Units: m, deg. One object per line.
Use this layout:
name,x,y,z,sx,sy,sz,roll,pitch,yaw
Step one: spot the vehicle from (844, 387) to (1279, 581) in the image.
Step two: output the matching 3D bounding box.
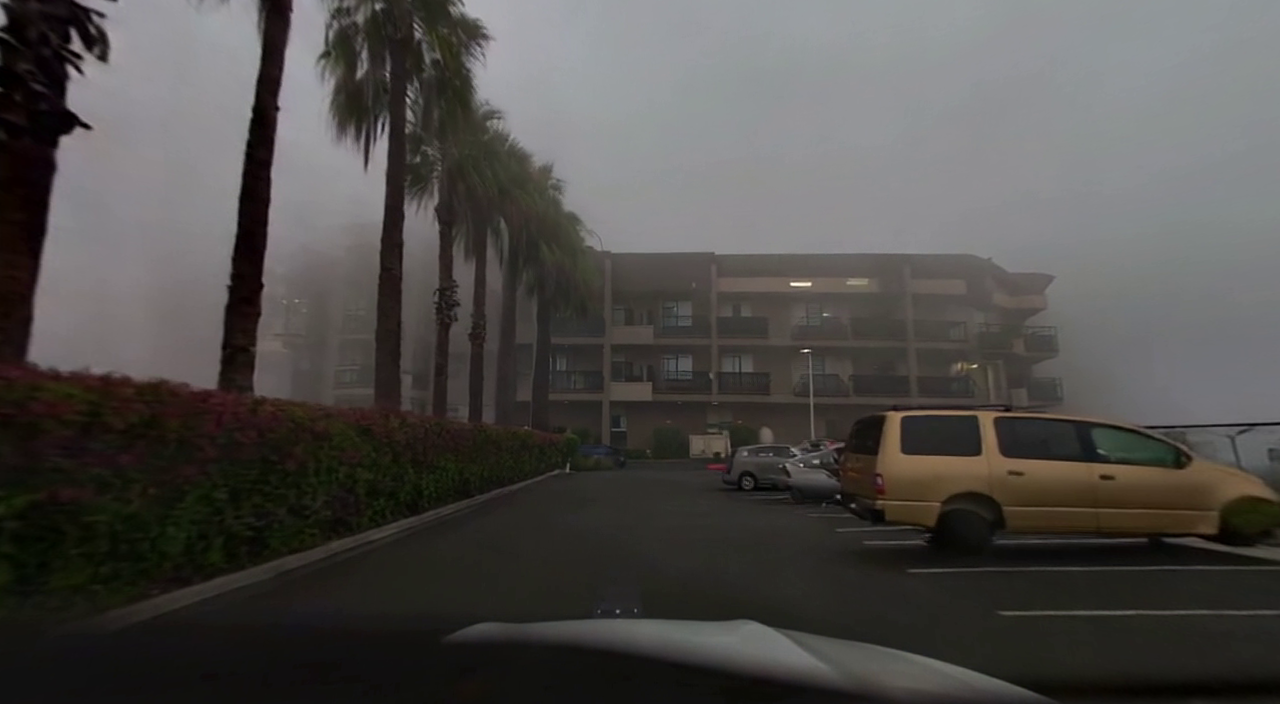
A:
vehicle,5.039,1.501,7.464,4.609,1.734,1.909,3,-8,1

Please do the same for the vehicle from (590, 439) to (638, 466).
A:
vehicle,-1.982,7.483,47.274,2.073,1.791,4.365,7,-9,-23
